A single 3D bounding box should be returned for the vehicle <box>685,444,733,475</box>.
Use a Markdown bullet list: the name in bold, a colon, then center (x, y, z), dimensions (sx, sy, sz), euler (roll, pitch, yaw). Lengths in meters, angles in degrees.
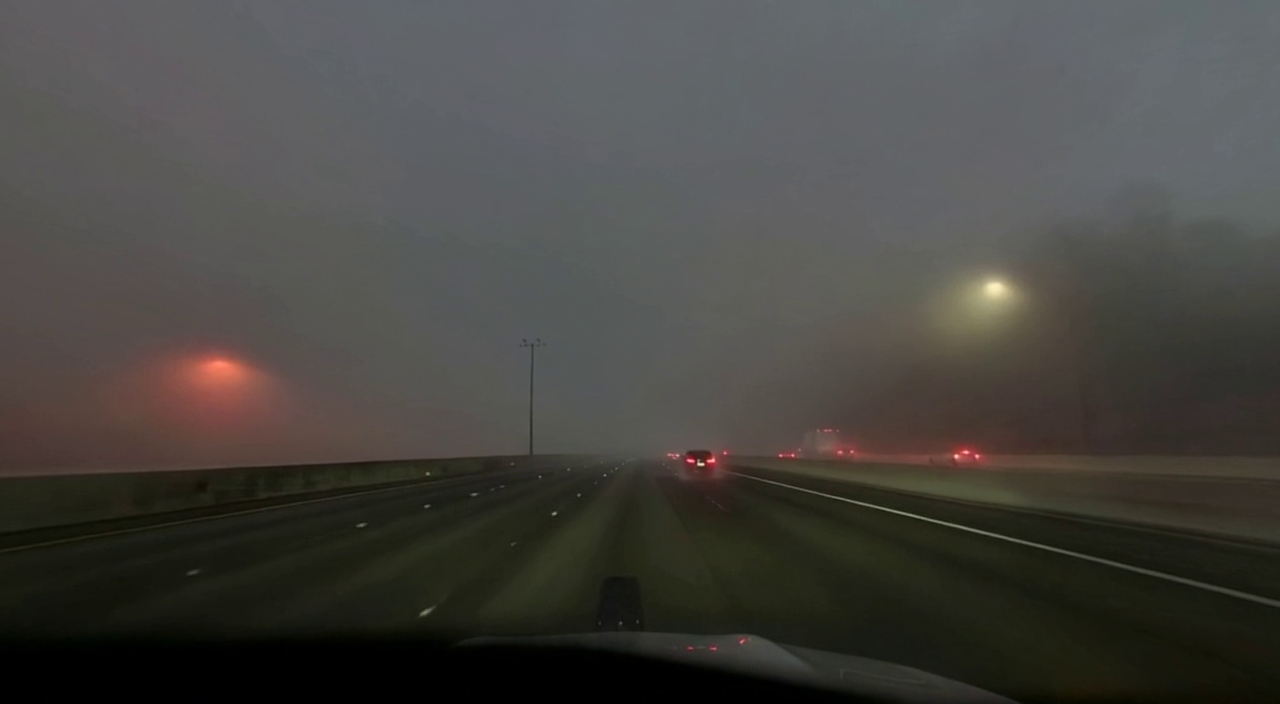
- **vehicle**: center (3.584, 5.688, 33.580), dimensions (2.033, 1.501, 4.398), euler (0, -9, -1)
